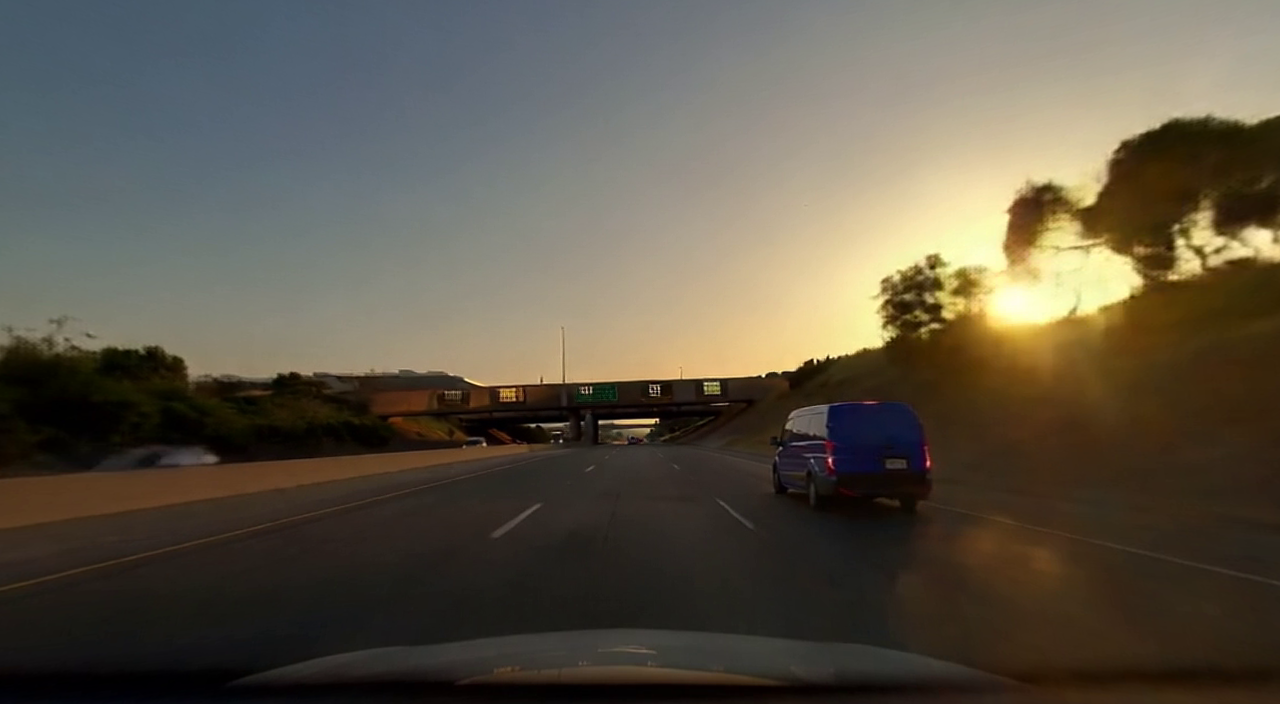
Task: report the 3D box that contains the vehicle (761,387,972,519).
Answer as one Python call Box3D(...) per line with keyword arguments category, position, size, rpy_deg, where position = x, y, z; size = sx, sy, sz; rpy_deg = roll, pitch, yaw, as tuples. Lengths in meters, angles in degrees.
Box3D(category="vehicle", position=(3.921, 1.864, 12.016), size=(2.161, 2.002, 4.631), rpy_deg=(0, -8, -1))

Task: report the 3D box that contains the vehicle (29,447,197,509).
Box3D(category="vehicle", position=(-15.050, 3.564, 18.276), size=(1.798, 1.531, 3.578), rpy_deg=(0, -8, -1))
